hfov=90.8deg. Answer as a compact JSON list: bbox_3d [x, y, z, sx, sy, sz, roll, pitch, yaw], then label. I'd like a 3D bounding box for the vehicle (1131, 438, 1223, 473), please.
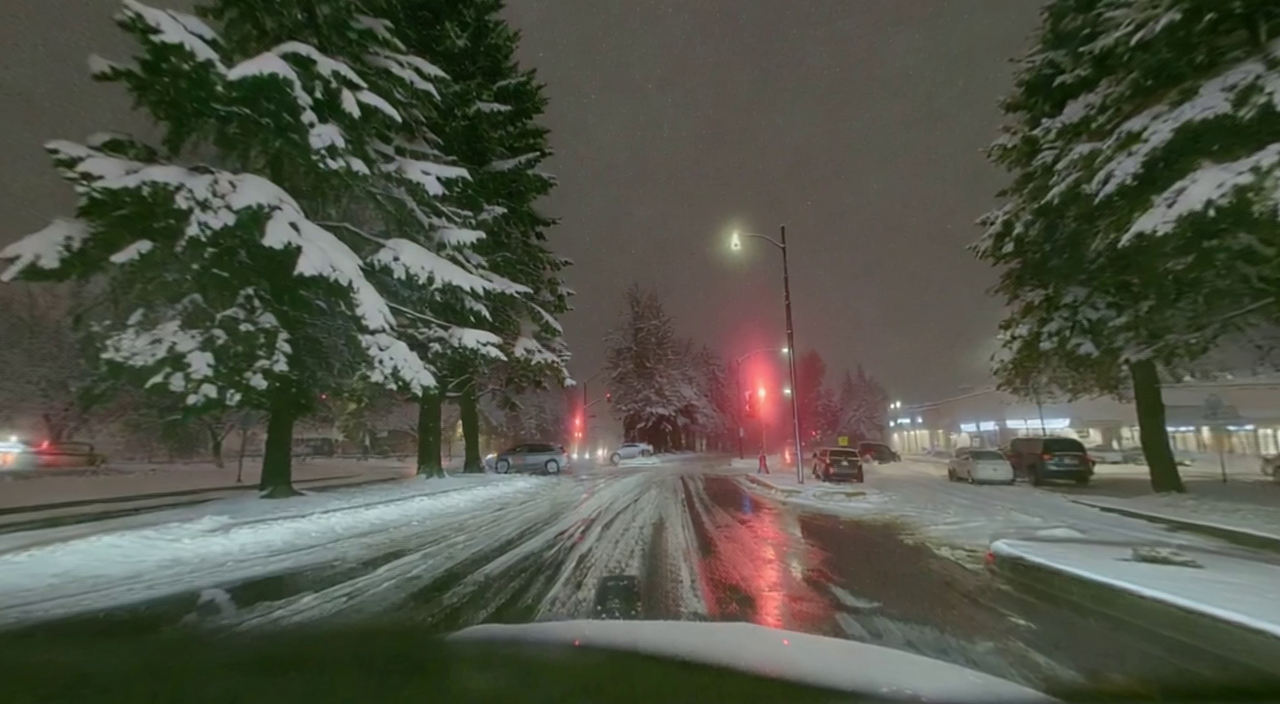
[{"bbox_3d":[31.533,6.072,37.321,2.056,1.878,5.238,-2,-9,16],"label":"vehicle"}]

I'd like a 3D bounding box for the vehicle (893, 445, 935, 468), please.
[{"bbox_3d":[18.043,6.871,41.713,1.936,1.391,3.874,-2,-9,15],"label":"vehicle"}]

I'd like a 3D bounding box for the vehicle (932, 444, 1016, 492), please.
[{"bbox_3d":[12.303,4.233,23.584,2.031,1.592,4.470,-3,-9,19],"label":"vehicle"}]

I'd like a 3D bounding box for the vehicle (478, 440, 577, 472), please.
[{"bbox_3d":[-5.410,5.034,30.745,4.376,1.476,1.791,-1,-8,5],"label":"vehicle"}]

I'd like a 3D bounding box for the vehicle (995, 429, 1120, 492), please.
[{"bbox_3d":[14.540,3.800,22.470,2.265,1.919,5.745,-4,-9,19],"label":"vehicle"}]

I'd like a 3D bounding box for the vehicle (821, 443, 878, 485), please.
[{"bbox_3d":[8.165,4.330,24.848,1.867,1.479,4.452,-2,-9,16],"label":"vehicle"}]

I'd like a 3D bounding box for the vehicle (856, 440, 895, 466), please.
[{"bbox_3d":[15.663,6.726,42.182,1.921,1.657,4.400,-2,-9,15],"label":"vehicle"}]
